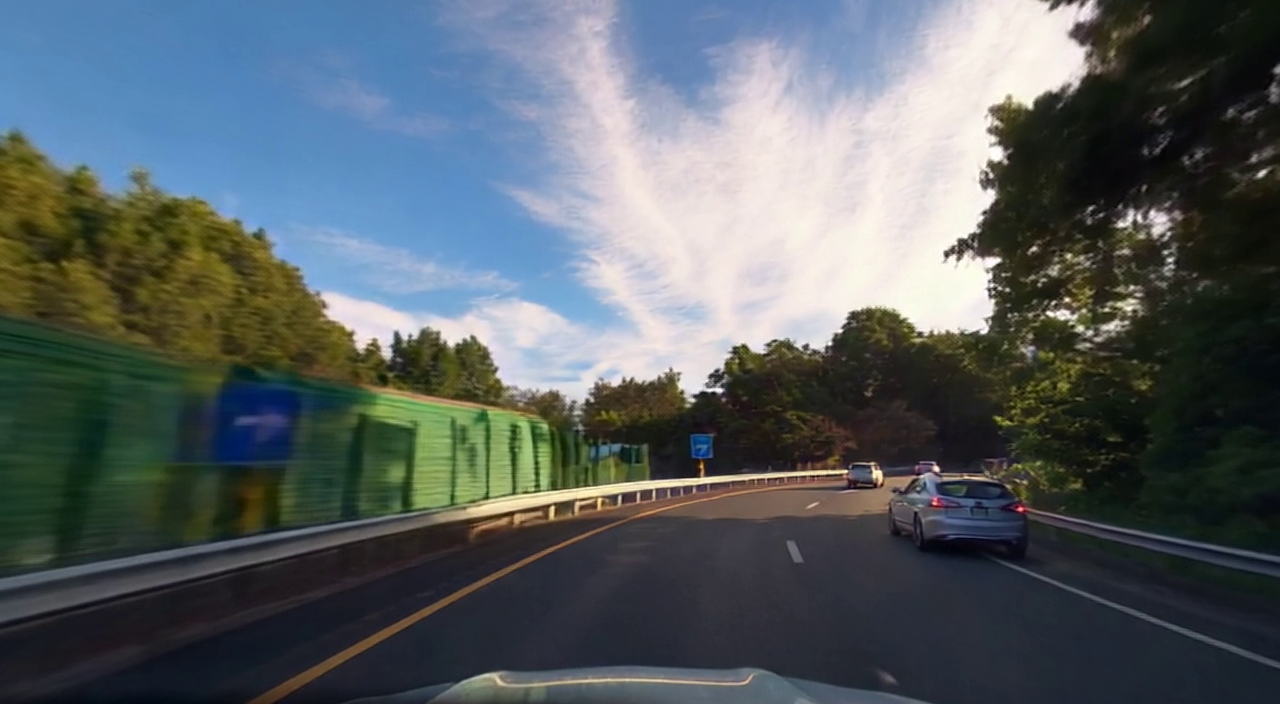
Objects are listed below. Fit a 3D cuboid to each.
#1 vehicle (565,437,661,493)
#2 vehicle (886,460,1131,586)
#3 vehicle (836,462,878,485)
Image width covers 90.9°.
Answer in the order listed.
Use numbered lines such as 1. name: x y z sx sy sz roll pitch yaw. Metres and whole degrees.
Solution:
1. vehicle: -1.855 8.826 49.233 2.909 3.910 9.340 -5 -12 29
2. vehicle: 5.707 2.653 10.511 2.023 1.593 4.105 -1 -11 8
3. vehicle: 15.426 8.645 44.734 1.992 1.503 3.793 -6 -12 31
